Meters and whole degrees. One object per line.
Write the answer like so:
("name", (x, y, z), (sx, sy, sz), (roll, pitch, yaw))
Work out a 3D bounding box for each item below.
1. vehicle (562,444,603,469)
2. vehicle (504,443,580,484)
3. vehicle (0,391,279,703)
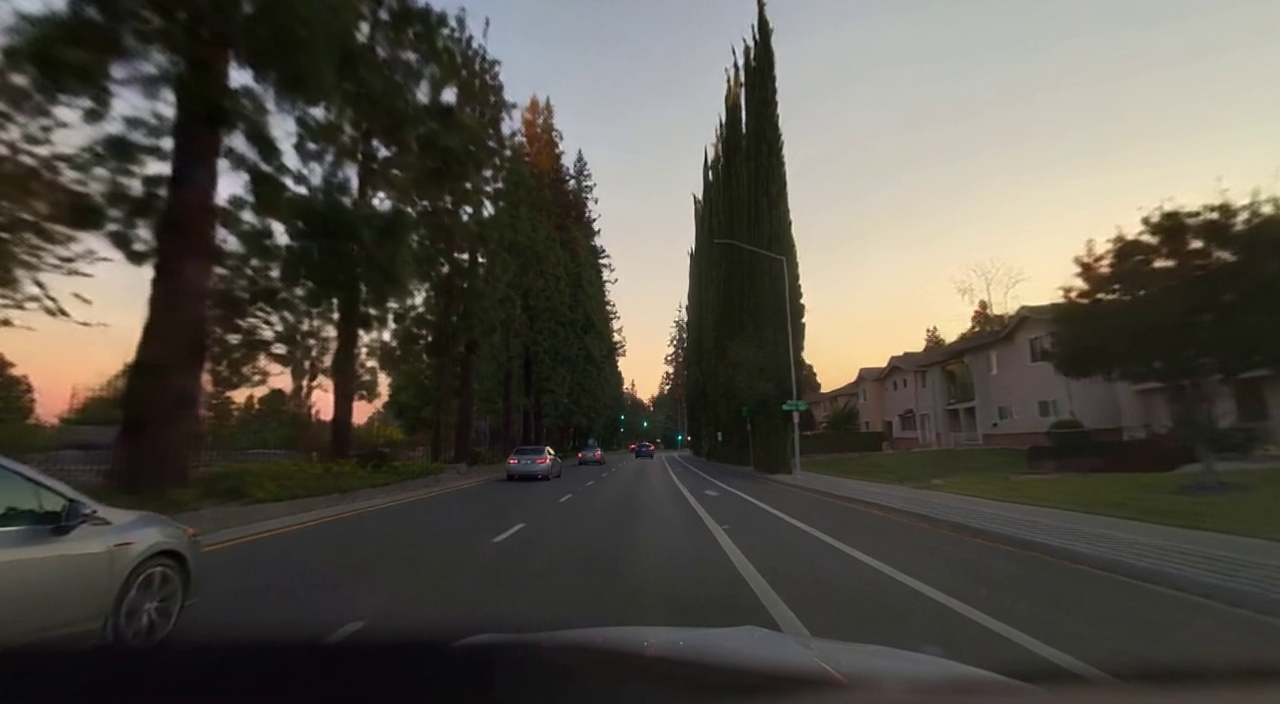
("vehicle", (-3.593, 6.669, 40.474), (2.110, 1.529, 4.743), (0, -8, 1))
("vehicle", (-3.785, 4.406, 25.295), (2.188, 1.473, 4.651), (0, -8, 2))
("vehicle", (-4.014, 0.903, 2.503), (2.190, 1.545, 4.943), (0, -8, 1))
